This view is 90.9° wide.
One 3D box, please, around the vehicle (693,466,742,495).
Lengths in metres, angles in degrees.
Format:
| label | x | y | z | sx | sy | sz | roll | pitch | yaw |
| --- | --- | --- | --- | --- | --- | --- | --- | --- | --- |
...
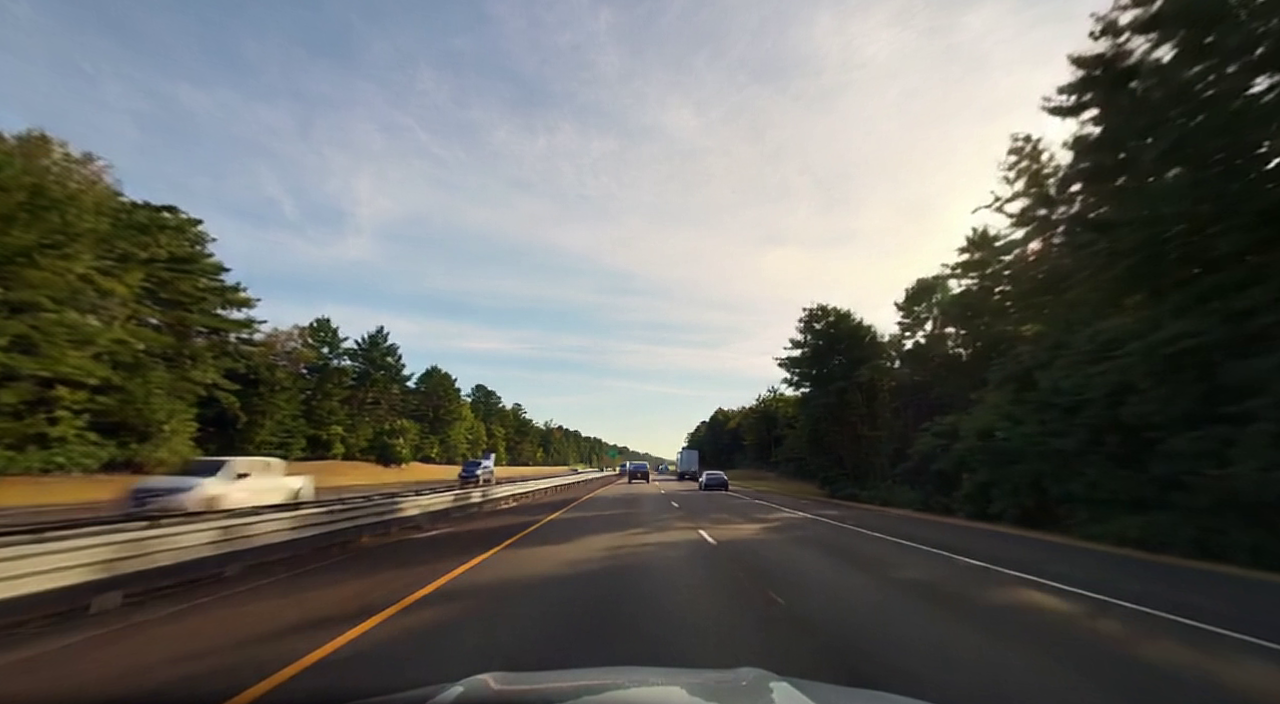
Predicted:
| label | x | y | z | sx | sy | sz | roll | pitch | yaw |
| --- | --- | --- | --- | --- | --- | --- | --- | --- | --- |
| vehicle | 4.383 | 7.405 | 36.523 | 2.073 | 1.532 | 4.969 | 1 | -10 | -1 |

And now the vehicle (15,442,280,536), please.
| label | x | y | z | sx | sy | sz | roll | pitch | yaw |
| --- | --- | --- | --- | --- | --- | --- | --- | --- | --- |
| vehicle | -9.690 | 2.748 | 12.997 | 1.960 | 1.578 | 4.296 | 1 | -10 | -1 |

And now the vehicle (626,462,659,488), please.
| label | x | y | z | sx | sy | sz | roll | pitch | yaw |
| --- | --- | --- | --- | --- | --- | --- | --- | --- | --- |
| vehicle | 0.178 | 8.730 | 44.850 | 2.212 | 1.717 | 4.452 | 0 | -10 | 1 |
